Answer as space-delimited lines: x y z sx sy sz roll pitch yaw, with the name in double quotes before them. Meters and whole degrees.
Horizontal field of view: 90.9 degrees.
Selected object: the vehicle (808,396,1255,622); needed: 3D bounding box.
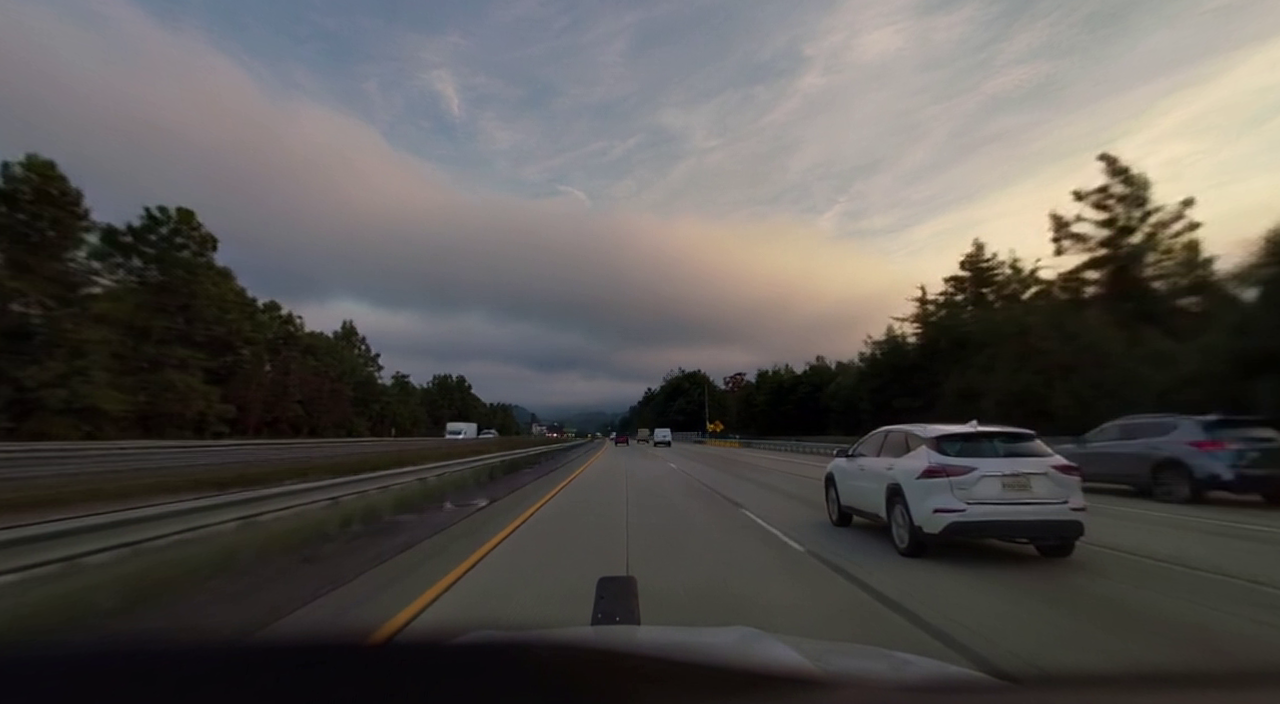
"vehicle" 3.274 1.354 6.404 2.002 1.569 3.845 0 -8 -1
